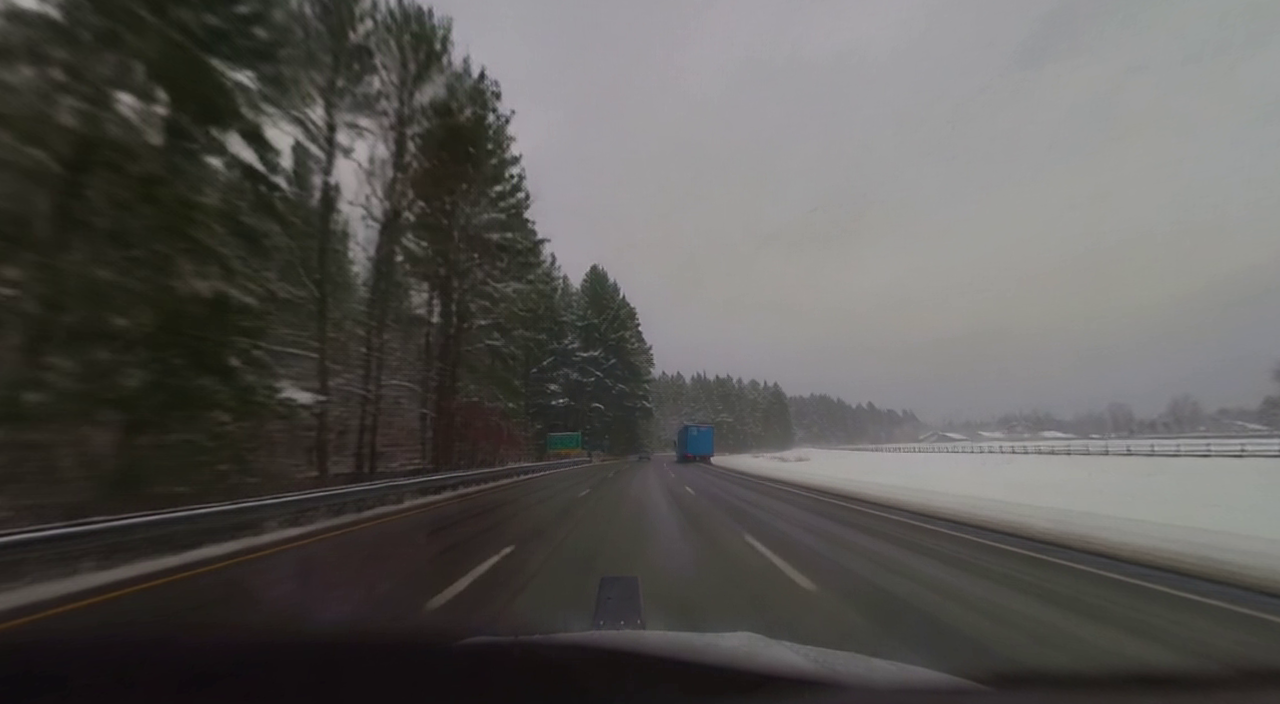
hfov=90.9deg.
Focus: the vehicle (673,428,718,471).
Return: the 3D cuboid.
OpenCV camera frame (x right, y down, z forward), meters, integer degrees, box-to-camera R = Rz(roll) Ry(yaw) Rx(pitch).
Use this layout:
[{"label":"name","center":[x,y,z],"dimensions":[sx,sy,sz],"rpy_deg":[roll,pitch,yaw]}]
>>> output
[{"label":"vehicle","center":[3.806,6.949,44.760],"dimensions":[2.572,2.795,5.978],"rpy_deg":[0,-9,-1]}]
